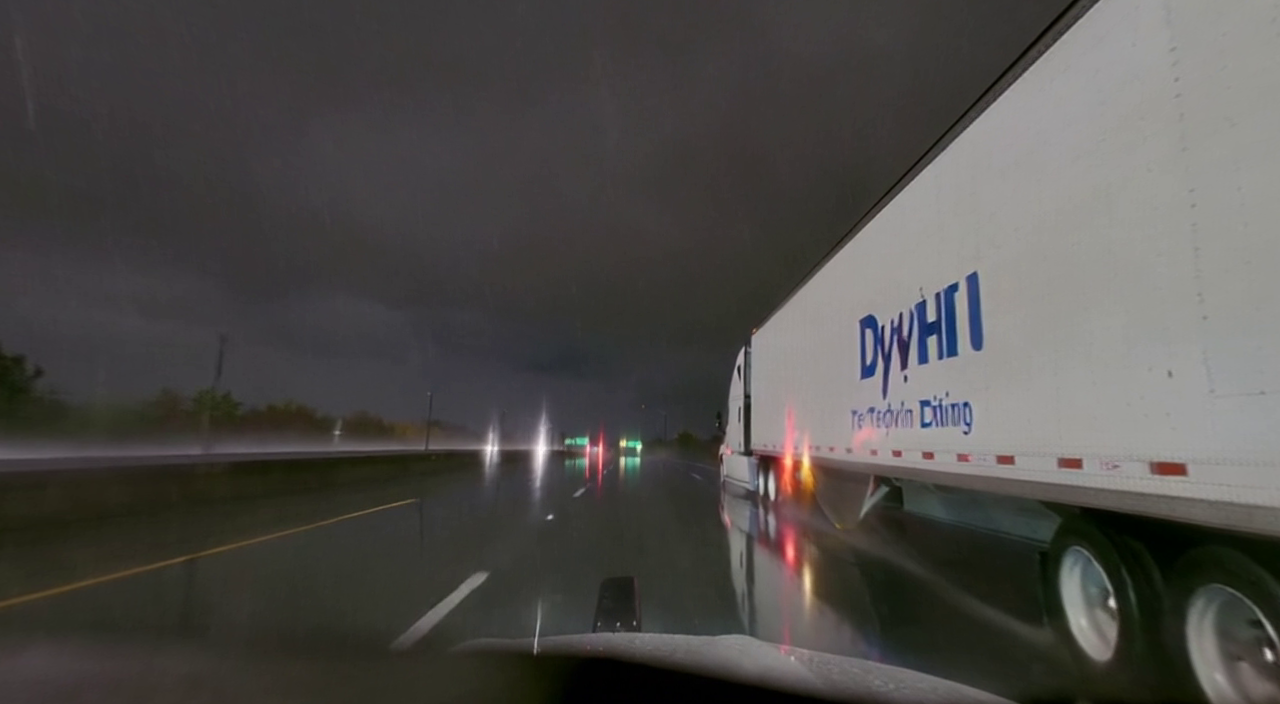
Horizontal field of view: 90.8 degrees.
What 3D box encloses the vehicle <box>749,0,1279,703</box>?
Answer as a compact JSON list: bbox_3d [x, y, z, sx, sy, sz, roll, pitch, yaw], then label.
[{"bbox_3d":[3.941,0.435,8.086,2.962,4.132,12.720,0,-8,1],"label":"vehicle"}]
